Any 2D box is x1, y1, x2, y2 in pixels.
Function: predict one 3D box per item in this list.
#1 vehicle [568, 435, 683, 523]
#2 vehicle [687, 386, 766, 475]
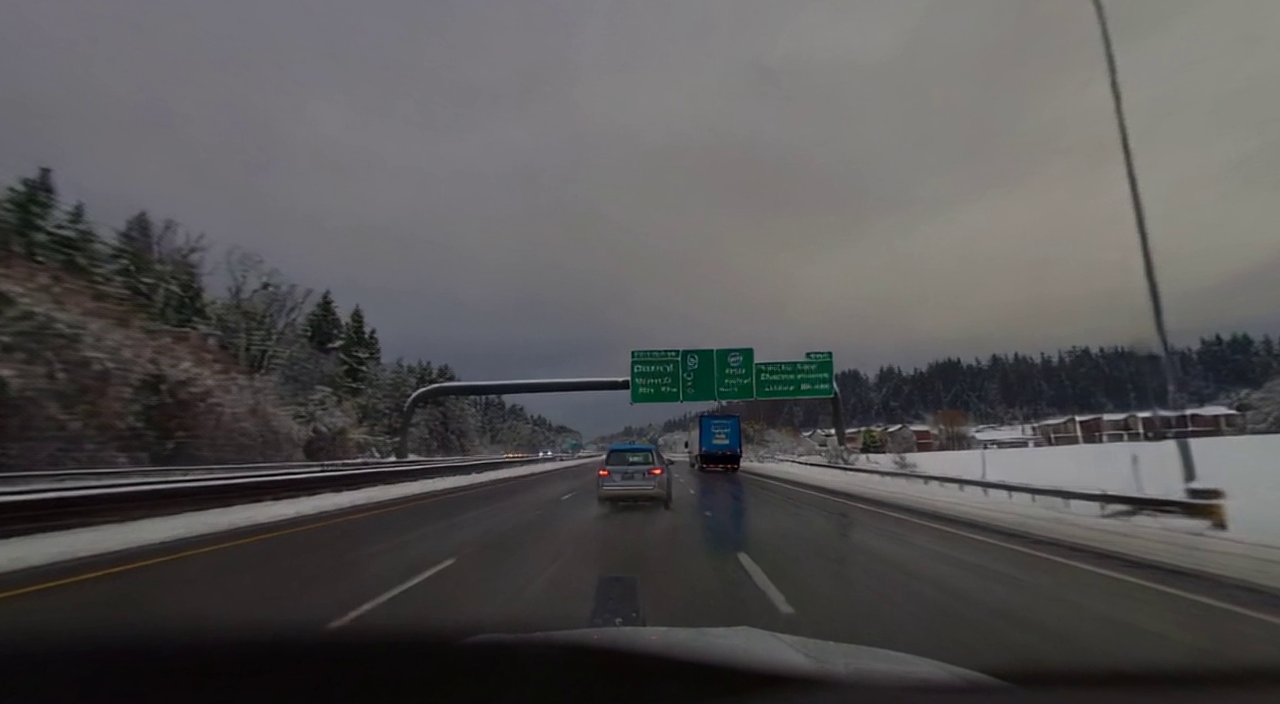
[{"bbox_3d":[-0.204,2.625,13.520,2.039,1.532,4.610,0,-9,1],"label":"vehicle"},{"bbox_3d":[4.433,4.644,35.630,2.960,4.018,13.834,0,-9,2],"label":"vehicle"}]
